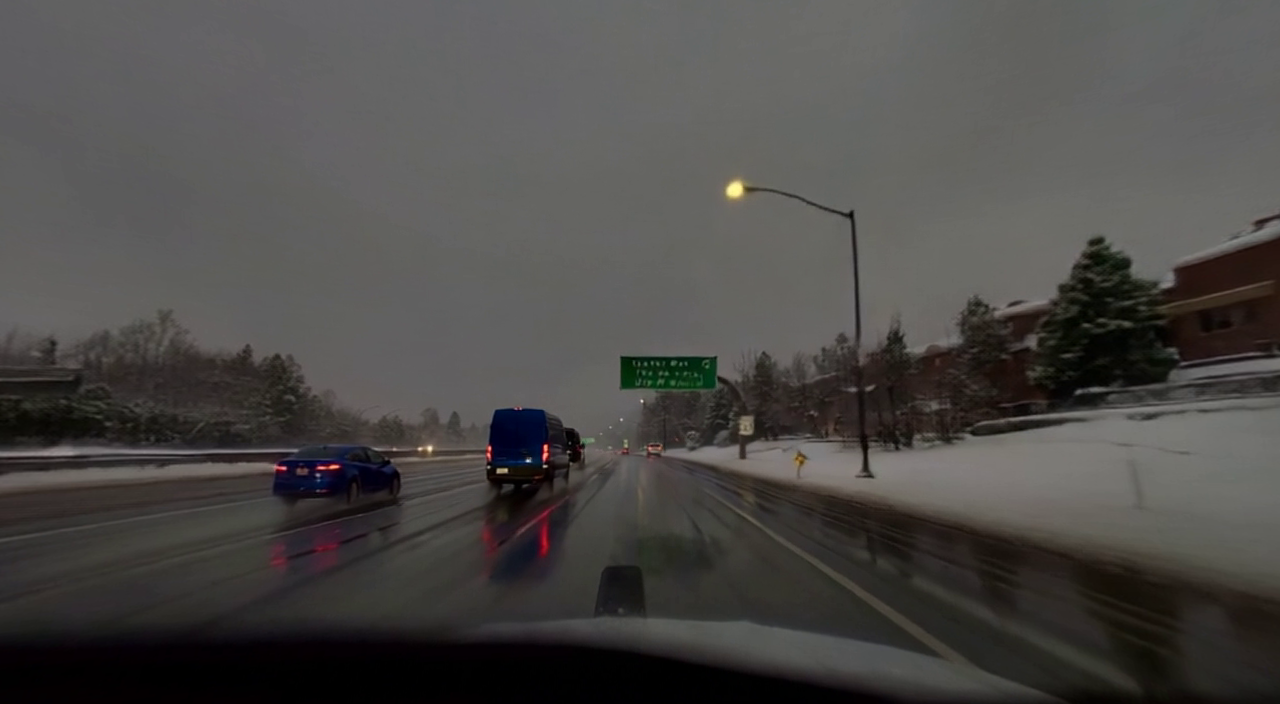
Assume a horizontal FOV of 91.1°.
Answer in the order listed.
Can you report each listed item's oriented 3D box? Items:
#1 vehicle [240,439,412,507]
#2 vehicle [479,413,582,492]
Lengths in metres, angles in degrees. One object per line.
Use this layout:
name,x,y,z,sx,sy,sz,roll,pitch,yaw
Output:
vehicle,-7.879,3.054,16.409,1.987,1.490,4.781,0,-9,1
vehicle,-3.422,3.322,20.944,2.372,2.248,5.393,0,-9,1
